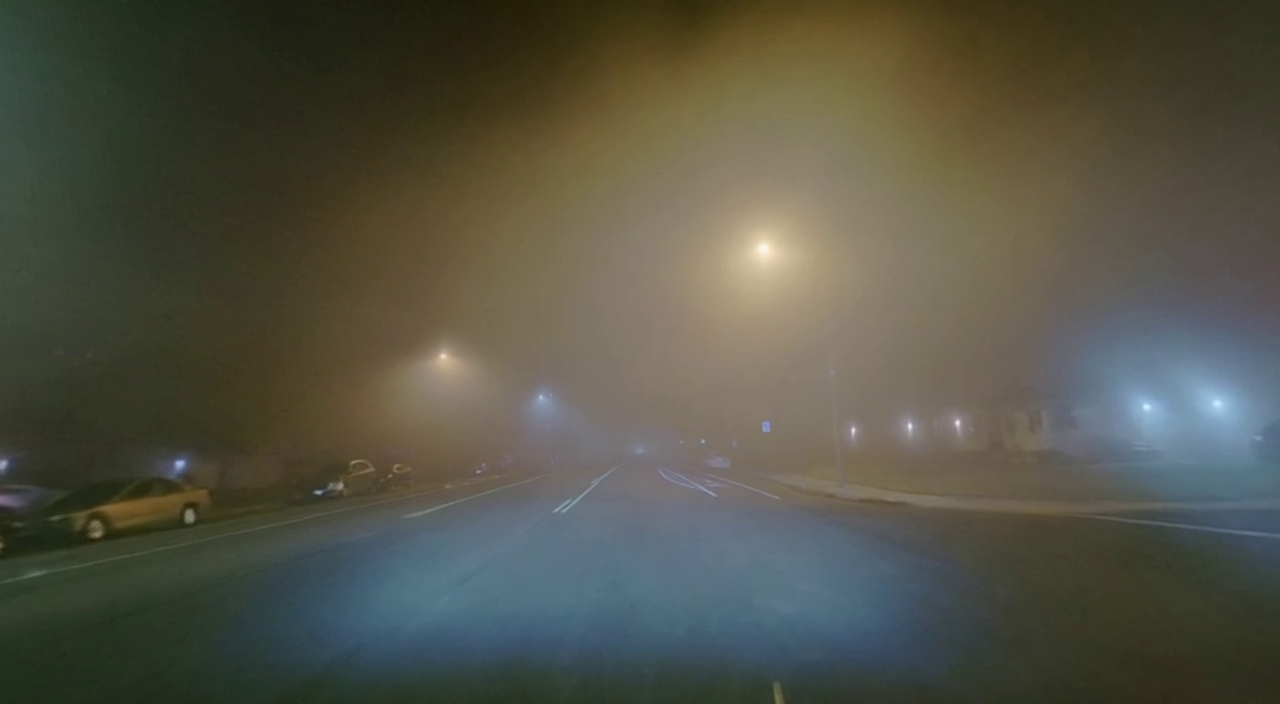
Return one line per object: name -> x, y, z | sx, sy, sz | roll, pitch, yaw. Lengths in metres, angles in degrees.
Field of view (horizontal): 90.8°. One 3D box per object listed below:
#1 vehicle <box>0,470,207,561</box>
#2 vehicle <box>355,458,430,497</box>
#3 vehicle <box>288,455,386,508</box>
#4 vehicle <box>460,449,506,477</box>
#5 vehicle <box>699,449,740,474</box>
vehicle -> -12.382, 3.620, 14.478 | 1.795, 1.472, 4.601 | -6, -9, -2
vehicle -> -12.165, 6.175, 31.375 | 1.872, 1.472, 4.719 | -7, -9, -1
vehicle -> -12.588, 5.347, 26.538 | 1.988, 1.741, 4.379 | -6, -9, -1
vehicle -> -12.146, 8.652, 49.238 | 2.156, 1.935, 5.464 | -3, -10, 0
vehicle -> 5.041, 6.973, 40.566 | 1.923, 1.454, 4.460 | 0, -9, -2
